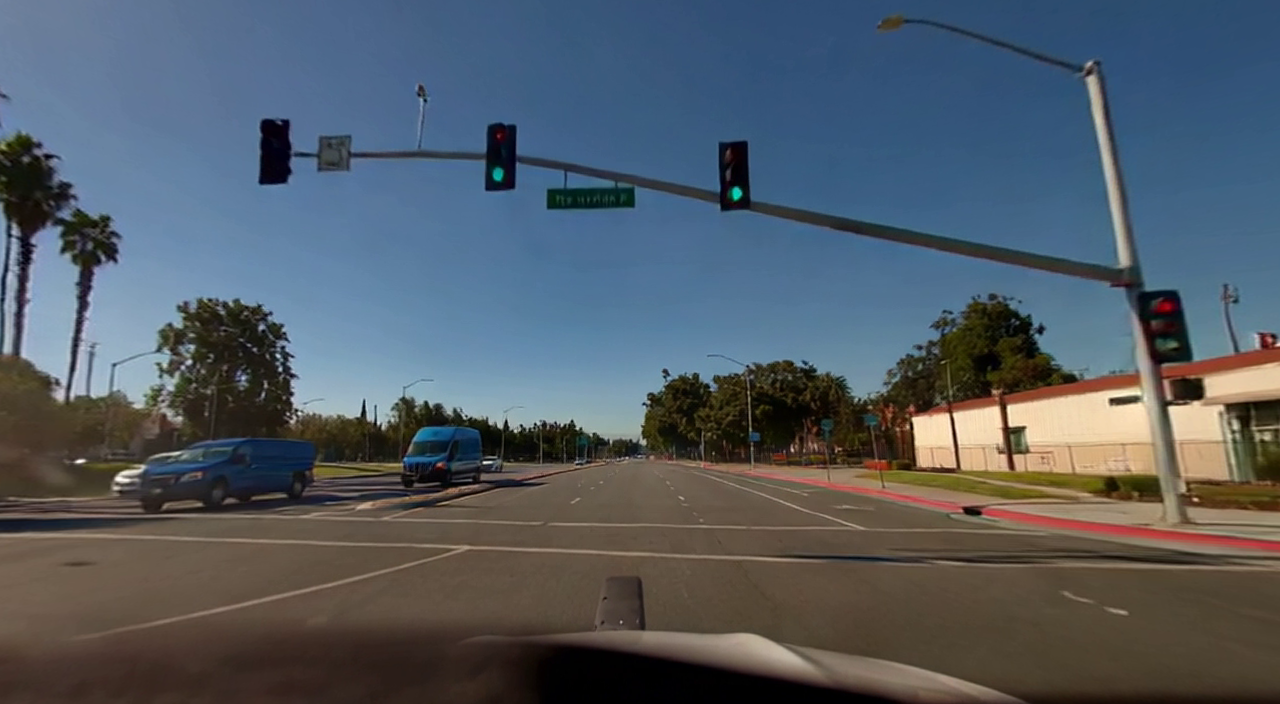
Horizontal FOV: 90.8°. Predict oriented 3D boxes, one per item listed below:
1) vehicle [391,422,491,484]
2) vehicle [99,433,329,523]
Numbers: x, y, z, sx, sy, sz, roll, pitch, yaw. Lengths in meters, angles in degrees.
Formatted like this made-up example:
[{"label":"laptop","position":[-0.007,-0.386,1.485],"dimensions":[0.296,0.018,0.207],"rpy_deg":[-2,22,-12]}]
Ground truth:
[{"label":"vehicle","position":[-9.635,5.003,31.550],"dimensions":[2.509,2.712,7.034],"rpy_deg":[0,-9,2]},{"label":"vehicle","position":[-9.219,2.732,14.290],"dimensions":[2.074,1.681,4.417],"rpy_deg":[0,-9,1]}]
